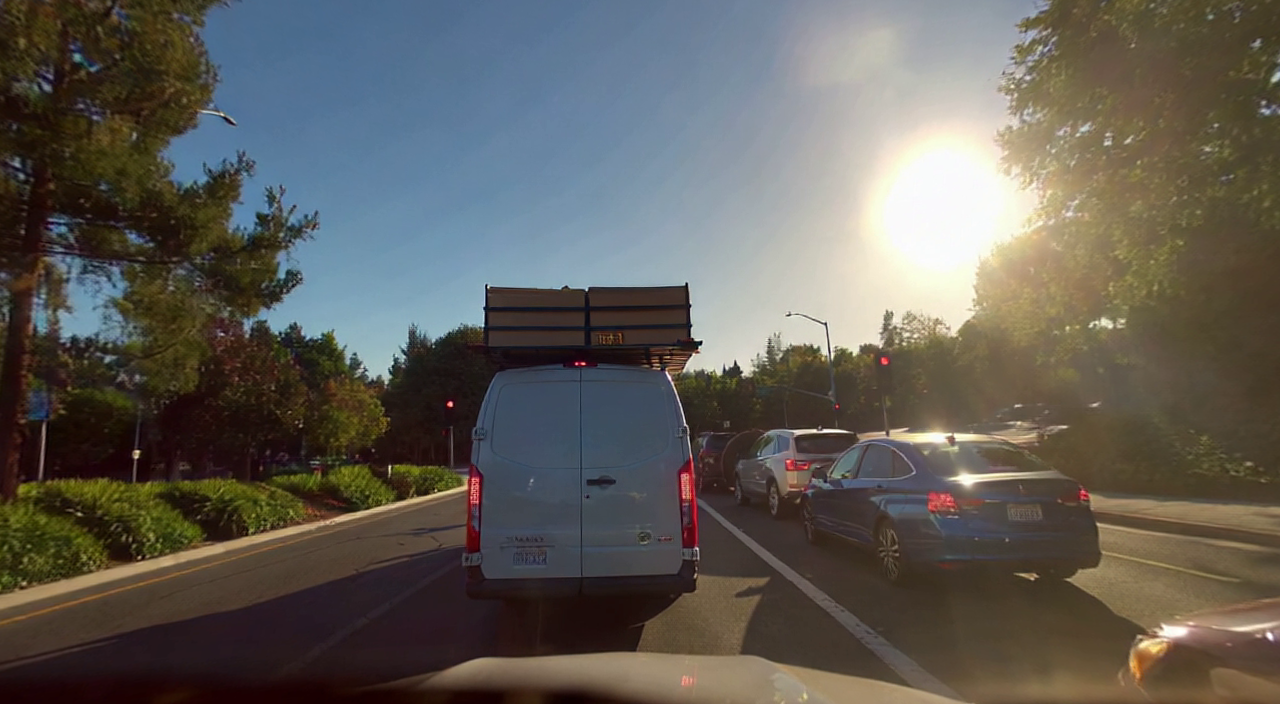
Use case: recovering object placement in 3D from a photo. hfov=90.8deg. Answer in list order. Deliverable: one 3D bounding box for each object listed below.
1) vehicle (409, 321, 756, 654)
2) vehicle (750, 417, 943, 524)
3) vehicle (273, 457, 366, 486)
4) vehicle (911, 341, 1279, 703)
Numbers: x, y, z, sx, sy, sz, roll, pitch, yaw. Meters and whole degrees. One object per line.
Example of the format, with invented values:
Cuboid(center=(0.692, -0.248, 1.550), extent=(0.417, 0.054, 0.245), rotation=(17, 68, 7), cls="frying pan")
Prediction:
Cuboid(center=(-0.361, 1.150, 6.189), extent=(2.145, 2.089, 4.309), rotation=(0, -9, 0), cls="vehicle")
Cuboid(center=(3.688, 2.212, 12.271), extent=(2.024, 1.692, 4.252), rotation=(1, -9, -4), cls="vehicle")
Cuboid(center=(-16.557, 6.165, 32.715), extent=(4.135, 1.321, 1.687), rotation=(4, -10, -27), cls="vehicle")
Cuboid(center=(3.453, 0.939, 3.398), extent=(1.965, 1.671, 4.146), rotation=(0, -9, -3), cls="vehicle")
